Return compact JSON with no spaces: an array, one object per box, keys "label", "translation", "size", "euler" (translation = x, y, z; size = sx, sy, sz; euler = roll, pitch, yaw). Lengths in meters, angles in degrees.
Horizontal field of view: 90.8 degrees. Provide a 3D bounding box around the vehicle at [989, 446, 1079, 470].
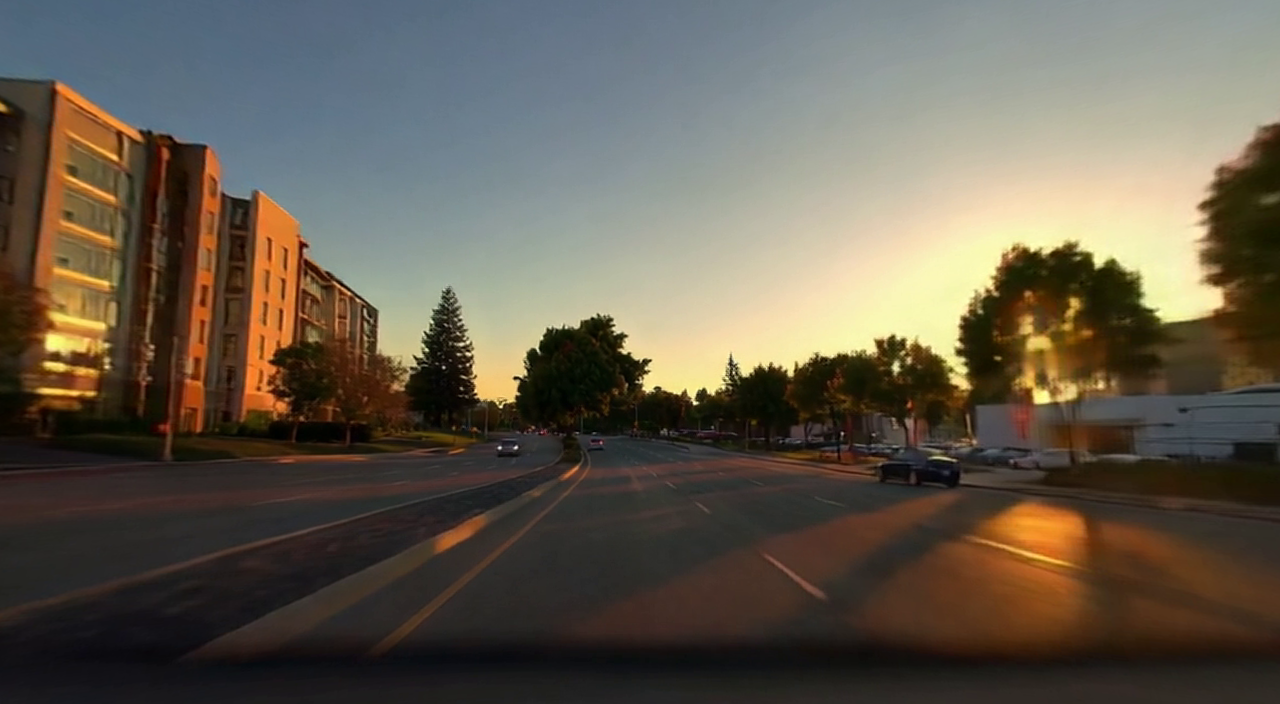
[{"label":"vehicle","translation":[25.667,6.924,41.280],"size":[4.588,1.459,1.939],"euler":[1,-9,-1]}]
